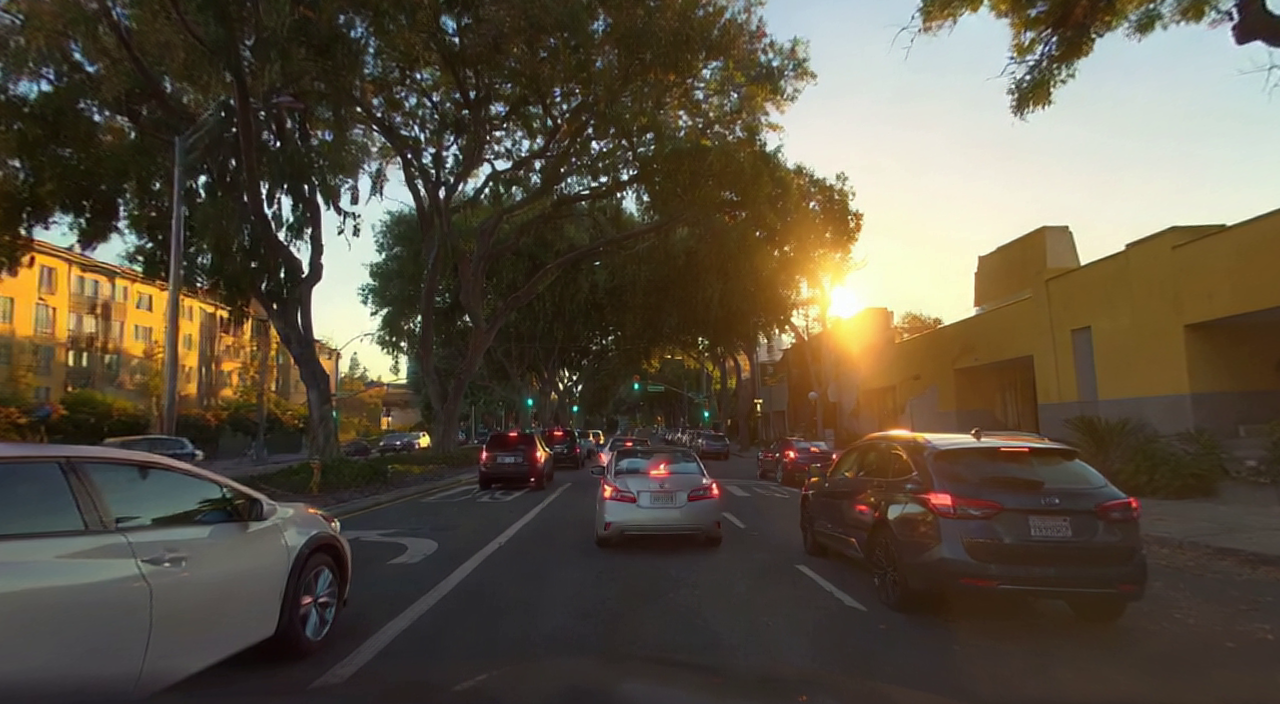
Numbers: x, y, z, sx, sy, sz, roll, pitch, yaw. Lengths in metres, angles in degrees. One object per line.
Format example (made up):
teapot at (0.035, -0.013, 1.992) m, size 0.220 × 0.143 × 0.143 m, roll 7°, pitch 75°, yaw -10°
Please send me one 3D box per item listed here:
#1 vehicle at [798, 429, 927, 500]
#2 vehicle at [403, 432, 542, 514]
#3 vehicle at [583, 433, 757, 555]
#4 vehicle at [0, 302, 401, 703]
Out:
vehicle at (6.341, 3.248, 18.688) m, size 2.025 × 1.808 × 4.579 m, roll 0°, pitch -9°, yaw -2°
vehicle at (-3.508, 2.623, 14.233) m, size 1.901 × 1.522 × 4.556 m, roll 0°, pitch -9°, yaw 0°
vehicle at (0.271, 1.994, 9.572) m, size 2.095 × 1.438 × 3.843 m, roll 0°, pitch -9°, yaw -3°
vehicle at (-3.269, 0.931, 3.394) m, size 2.152 × 1.802 × 4.628 m, roll 0°, pitch -9°, yaw 0°
